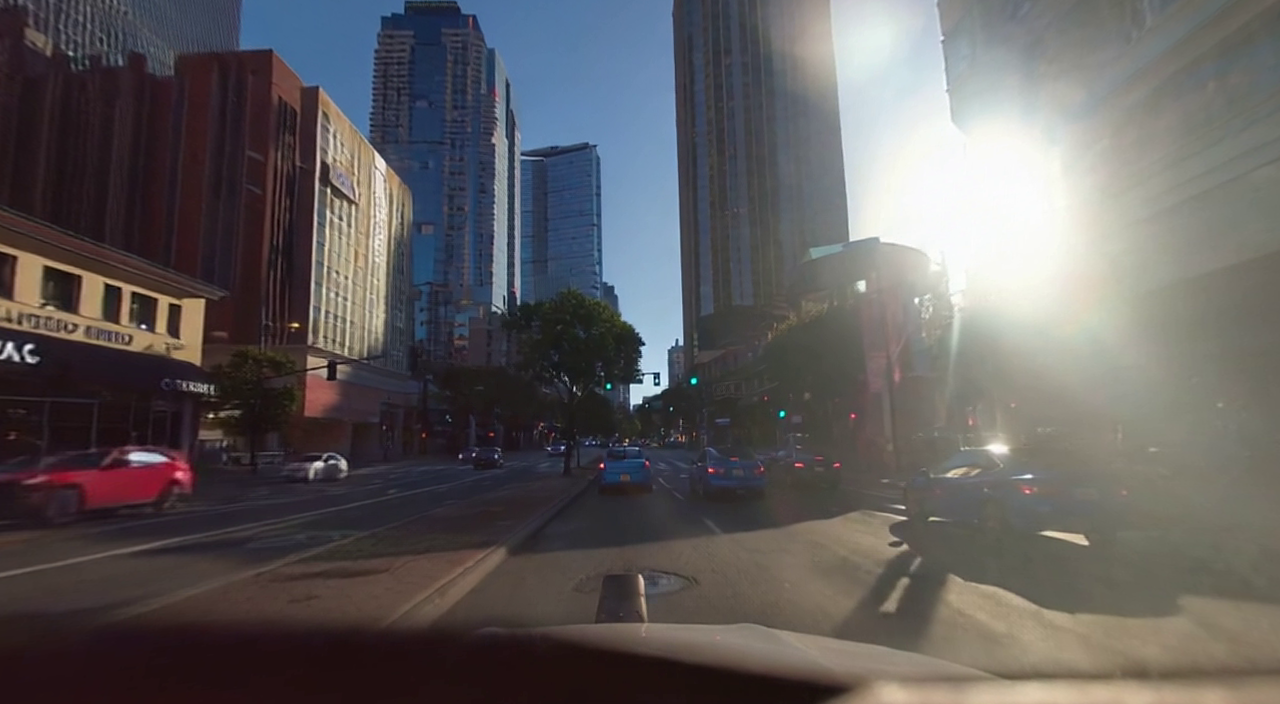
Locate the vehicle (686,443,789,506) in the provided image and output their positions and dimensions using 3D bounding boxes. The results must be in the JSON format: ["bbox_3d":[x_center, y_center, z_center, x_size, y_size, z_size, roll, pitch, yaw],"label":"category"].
[{"bbox_3d":[2.522,3.306,17.500,1.987,1.484,4.427,0,-9,-2],"label":"vehicle"}]

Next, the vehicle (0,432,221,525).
[{"bbox_3d":[-12.427,2.858,14.850,1.861,1.780,4.814,0,-9,-1],"label":"vehicle"}]

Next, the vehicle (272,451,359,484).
[{"bbox_3d":[-16.097,5.746,31.667,2.017,1.460,4.556,0,-9,-1],"label":"vehicle"}]

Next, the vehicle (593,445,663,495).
[{"bbox_3d":[-0.422,3.825,20.846,2.096,1.457,4.160,0,-9,-2],"label":"vehicle"}]

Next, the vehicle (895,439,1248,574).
[{"bbox_3d":[5.833,2.101,9.507,1.914,1.484,4.639,0,-9,-2],"label":"vehicle"}]

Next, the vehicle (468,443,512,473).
[{"bbox_3d":[-9.839,6.976,41.767,1.827,1.787,4.474,0,-9,-1],"label":"vehicle"}]

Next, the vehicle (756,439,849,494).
[{"bbox_3d":[5.690,4.077,22.801,2.015,1.745,4.444,0,-9,-2],"label":"vehicle"}]
